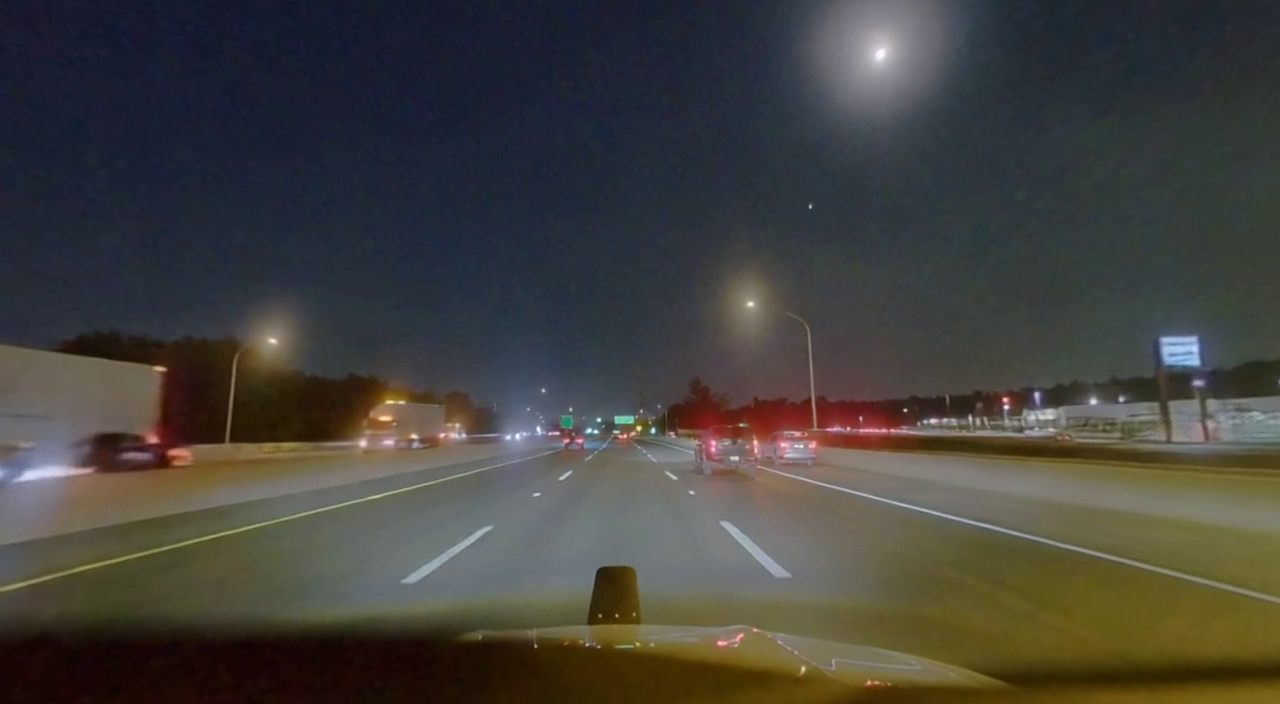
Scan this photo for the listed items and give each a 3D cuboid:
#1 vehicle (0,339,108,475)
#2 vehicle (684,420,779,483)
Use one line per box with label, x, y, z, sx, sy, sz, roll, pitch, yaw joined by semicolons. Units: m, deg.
vehicle;-20.593;1.177;15.396;2.900;4.050;14.511;0;-8;-2
vehicle;2.549;2.909;18.706;2.022;1.637;4.229;1;-8;-3
